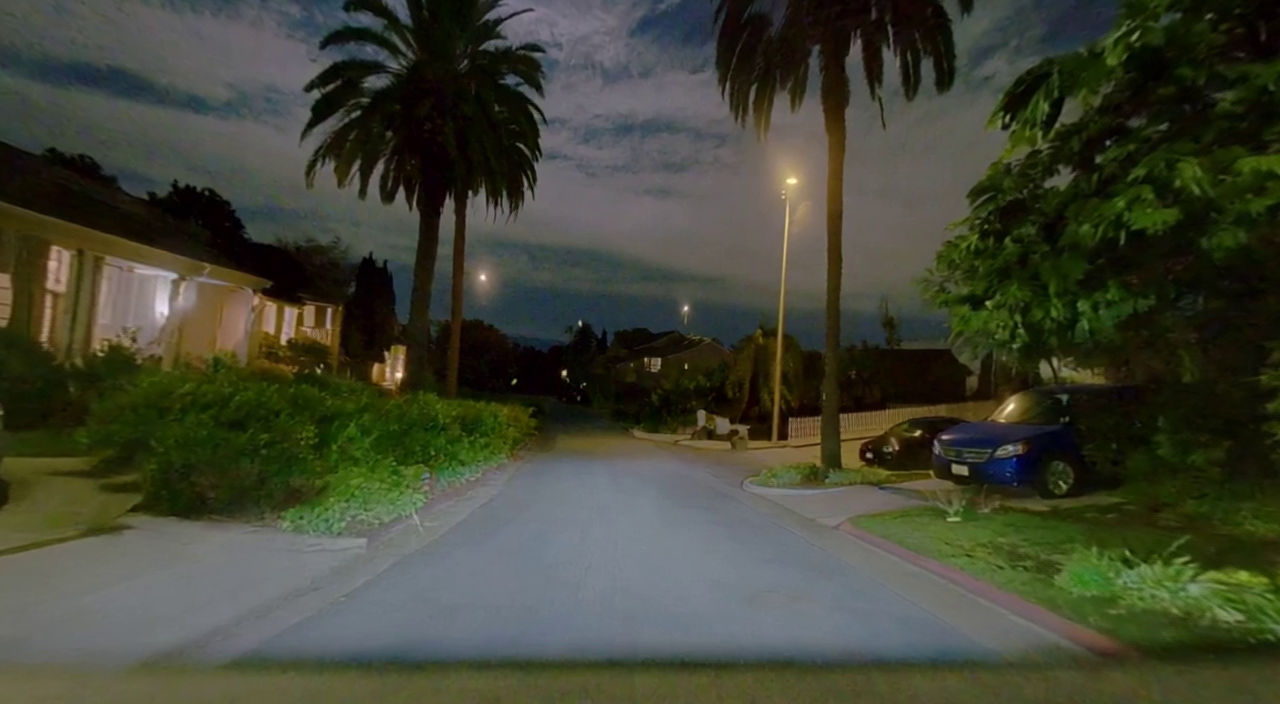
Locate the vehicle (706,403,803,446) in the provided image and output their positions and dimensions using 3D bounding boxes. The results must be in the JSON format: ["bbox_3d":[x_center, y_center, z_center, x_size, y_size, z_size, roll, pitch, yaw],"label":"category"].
[{"bbox_3d":[7.021,4.501,38.432,5.663,1.913,2.170,9,-14,-26],"label":"vehicle"}]

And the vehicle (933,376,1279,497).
[{"bbox_3d":[9.967,1.826,13.501,6.615,2.137,2.578,3,-9,-19],"label":"vehicle"}]

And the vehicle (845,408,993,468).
[{"bbox_3d":[10.223,3.151,23.186,4.443,1.948,2.230,1,-9,-17],"label":"vehicle"}]
